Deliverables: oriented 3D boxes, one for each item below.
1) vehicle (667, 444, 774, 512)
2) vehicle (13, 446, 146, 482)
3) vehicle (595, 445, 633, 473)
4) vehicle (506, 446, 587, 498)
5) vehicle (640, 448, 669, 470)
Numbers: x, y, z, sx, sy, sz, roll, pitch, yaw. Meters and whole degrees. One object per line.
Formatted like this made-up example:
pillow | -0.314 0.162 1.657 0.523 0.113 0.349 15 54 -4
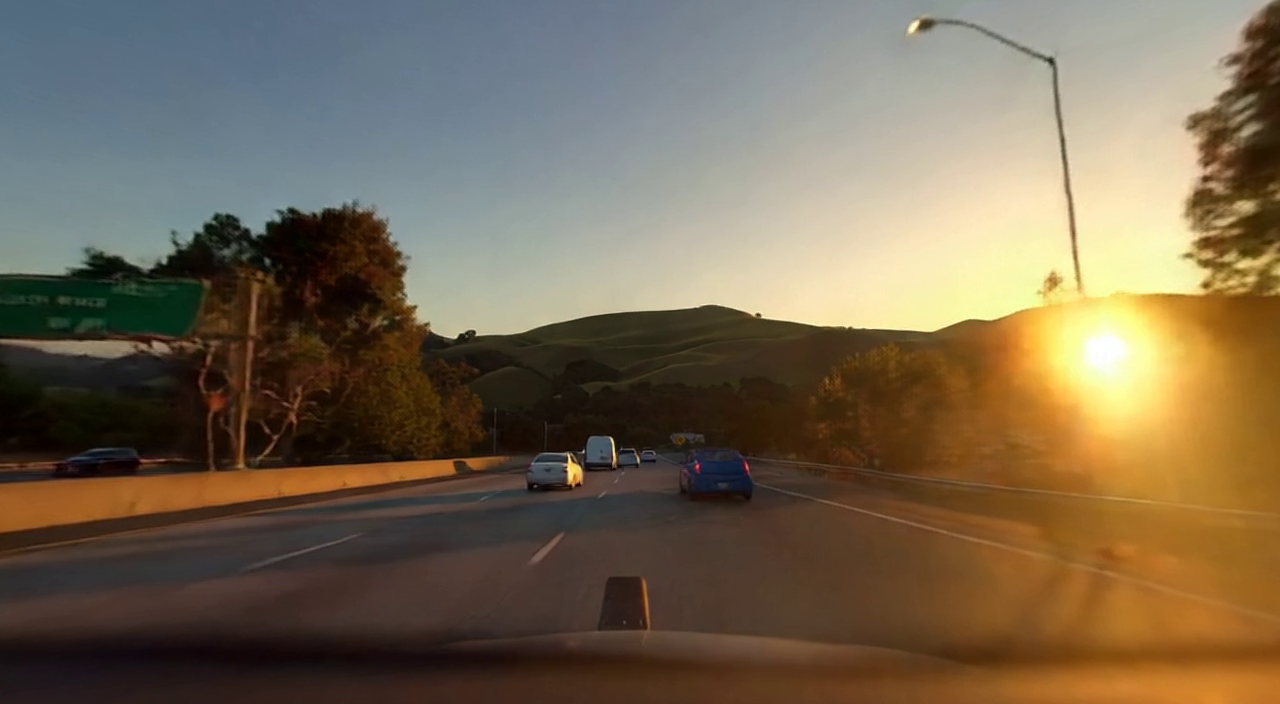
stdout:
vehicle | 1.886 3.129 16.268 2.050 1.491 4.362 0 -8 -2
vehicle | -34.050 6.797 38.663 2.295 2.002 6.355 0 -8 0
vehicle | -1.655 6.660 39.470 2.270 1.660 4.101 0 -8 -3
vehicle | -2.958 3.902 20.974 1.990 1.501 4.250 0 -8 1
vehicle | 1.062 7.985 47.139 2.054 1.504 3.890 0 -8 0
